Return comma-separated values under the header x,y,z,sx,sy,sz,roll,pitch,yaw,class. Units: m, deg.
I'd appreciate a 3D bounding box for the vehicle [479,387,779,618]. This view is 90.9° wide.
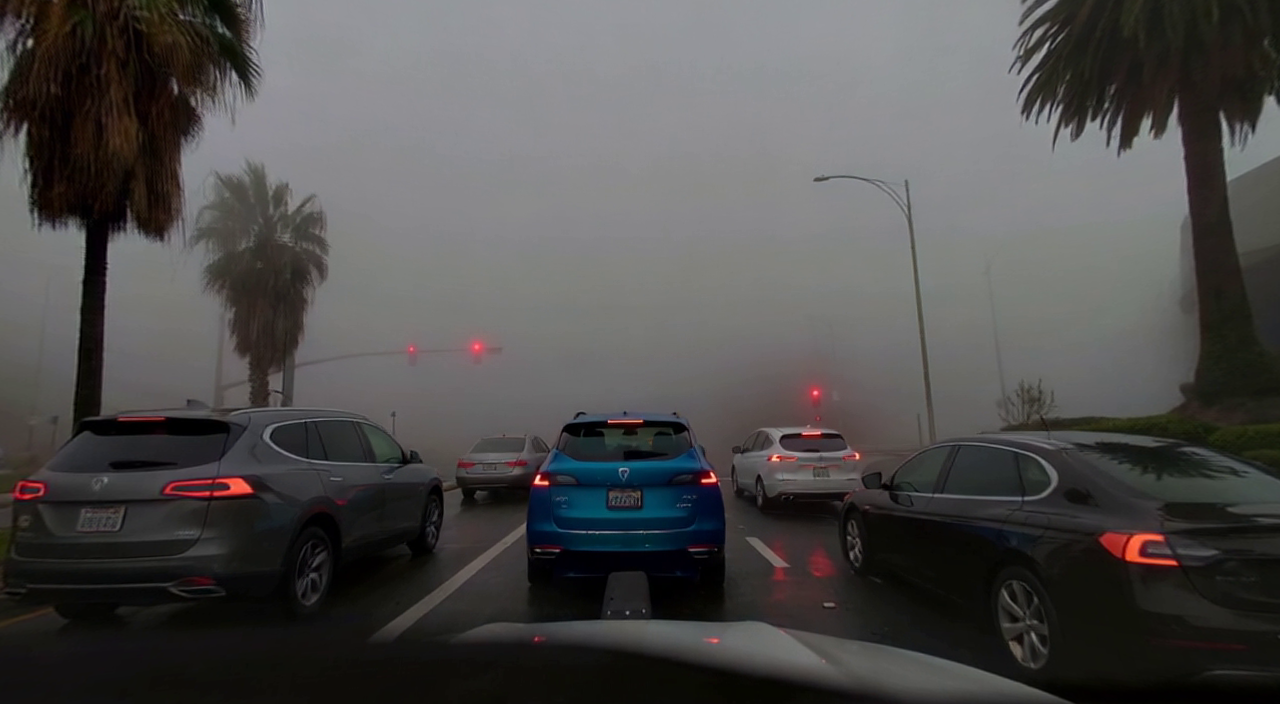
x,y,z,sx,sy,sz,roll,pitch,yaw,class
-0.139,1.465,7.070,2.280,1.747,4.361,0,-8,-2,vehicle

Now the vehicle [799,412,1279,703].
x,y,z,sx,sy,sz,roll,pitch,yaw,class
2.968,1.370,5.257,2.017,1.491,4.611,0,-8,-1,vehicle

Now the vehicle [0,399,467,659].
x,y,z,sx,sy,sz,roll,pitch,yaw,class
-3.352,1.385,6.053,2.014,1.534,4.455,0,-8,1,vehicle
